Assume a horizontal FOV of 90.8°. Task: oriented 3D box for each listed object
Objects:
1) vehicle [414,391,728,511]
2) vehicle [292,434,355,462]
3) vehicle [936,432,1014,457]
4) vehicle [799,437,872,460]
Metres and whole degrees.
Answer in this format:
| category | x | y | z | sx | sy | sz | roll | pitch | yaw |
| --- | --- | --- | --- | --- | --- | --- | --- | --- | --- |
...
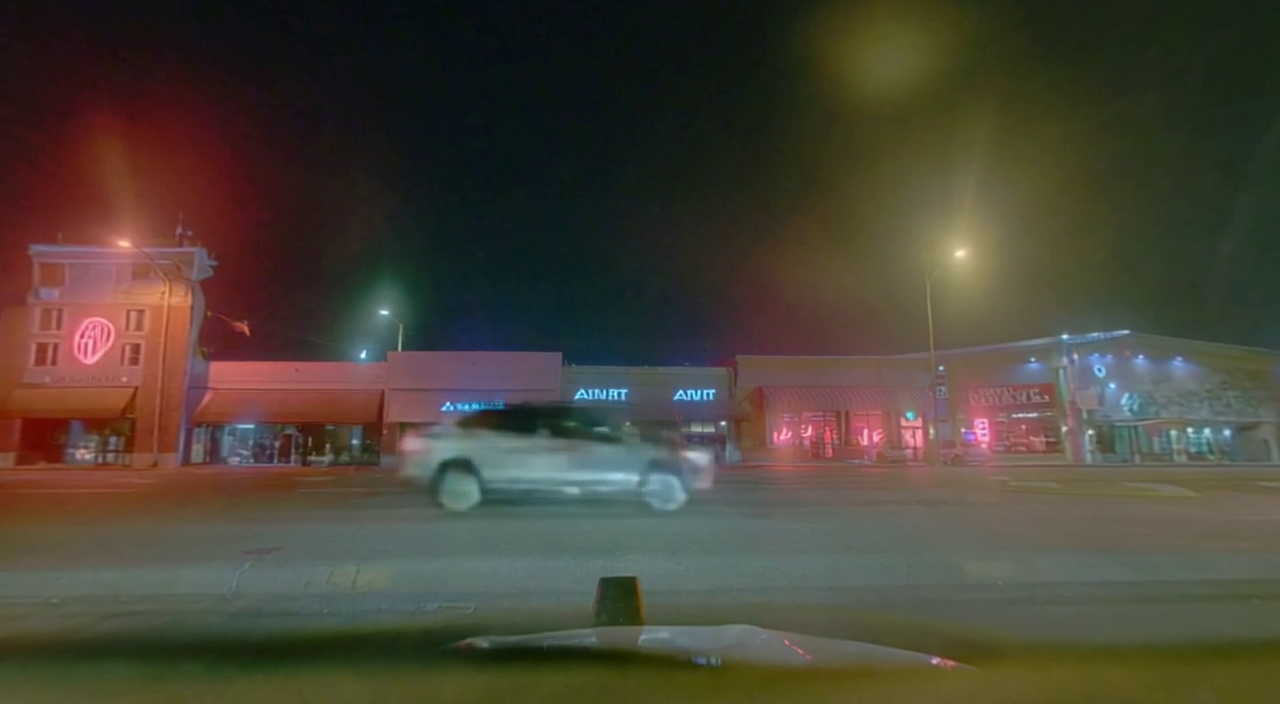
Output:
| category | x | y | z | sx | sy | sz | roll | pitch | yaw |
| --- | --- | --- | --- | --- | --- | --- | --- | --- | --- |
| vehicle | -1.089 | 1.634 | 10.709 | 4.735 | 1.779 | 2.051 | 1 | -7 | -5 |
| vehicle | -20.218 | 6.116 | 40.319 | 4.596 | 1.680 | 1.936 | -8 | -11 | 41 |
| vehicle | 25.468 | 7.068 | 48.107 | 4.838 | 1.799 | 1.914 | -7 | -11 | 38 |
| vehicle | 12.788 | 6.355 | 41.645 | 1.791 | 1.453 | 4.593 | 5 | -10 | -29 |
